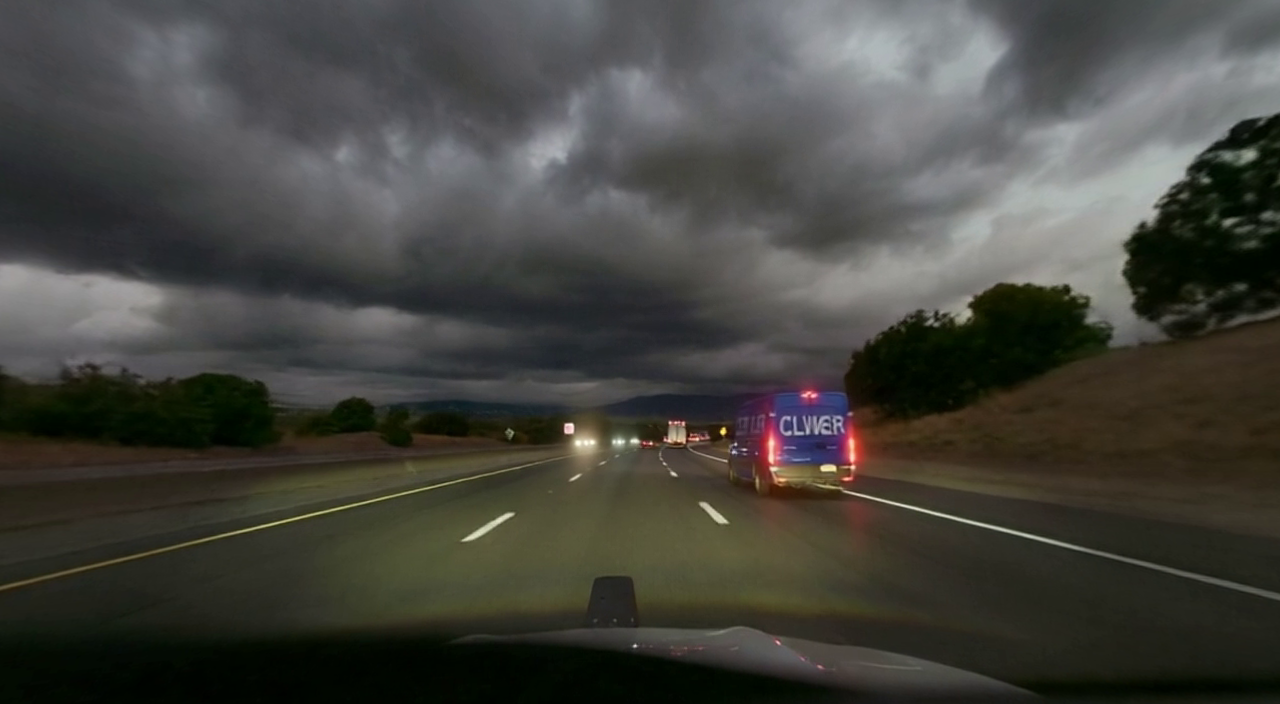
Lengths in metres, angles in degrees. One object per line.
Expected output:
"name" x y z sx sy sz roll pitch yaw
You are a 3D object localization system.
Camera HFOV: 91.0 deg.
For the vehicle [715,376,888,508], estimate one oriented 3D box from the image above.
"vehicle" 3.498 2.141 15.159 2.485 2.562 5.535 0 -8 -2
